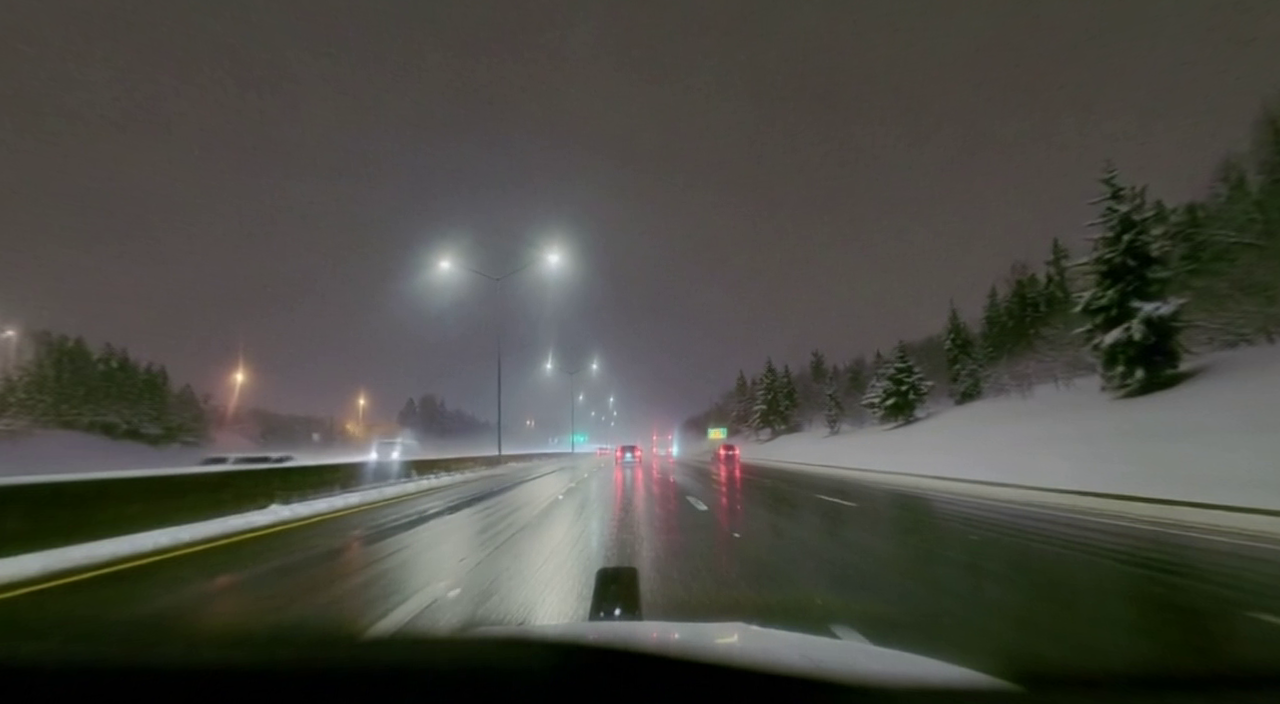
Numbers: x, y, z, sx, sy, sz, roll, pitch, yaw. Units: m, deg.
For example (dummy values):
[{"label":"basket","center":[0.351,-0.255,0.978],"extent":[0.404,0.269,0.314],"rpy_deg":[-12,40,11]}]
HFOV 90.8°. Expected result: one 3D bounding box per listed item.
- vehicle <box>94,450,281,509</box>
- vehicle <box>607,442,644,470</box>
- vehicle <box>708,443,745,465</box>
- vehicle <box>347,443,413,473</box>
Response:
[{"label":"vehicle","center":[-13.206,3.720,18.930],"extent":[2.147,1.491,4.725],"rpy_deg":[0,-8,-1]},{"label":"vehicle","center":[-0.833,5.970,36.445],"extent":[1.985,1.457,4.227],"rpy_deg":[0,-8,-2]},{"label":"vehicle","center":[6.326,7.483,46.564],"extent":[1.935,1.478,4.433],"rpy_deg":[0,-9,-3]},{"label":"vehicle","center":[-17.463,7.127,42.785],"extent":[2.187,1.925,5.431],"rpy_deg":[0,-9,-1]}]
